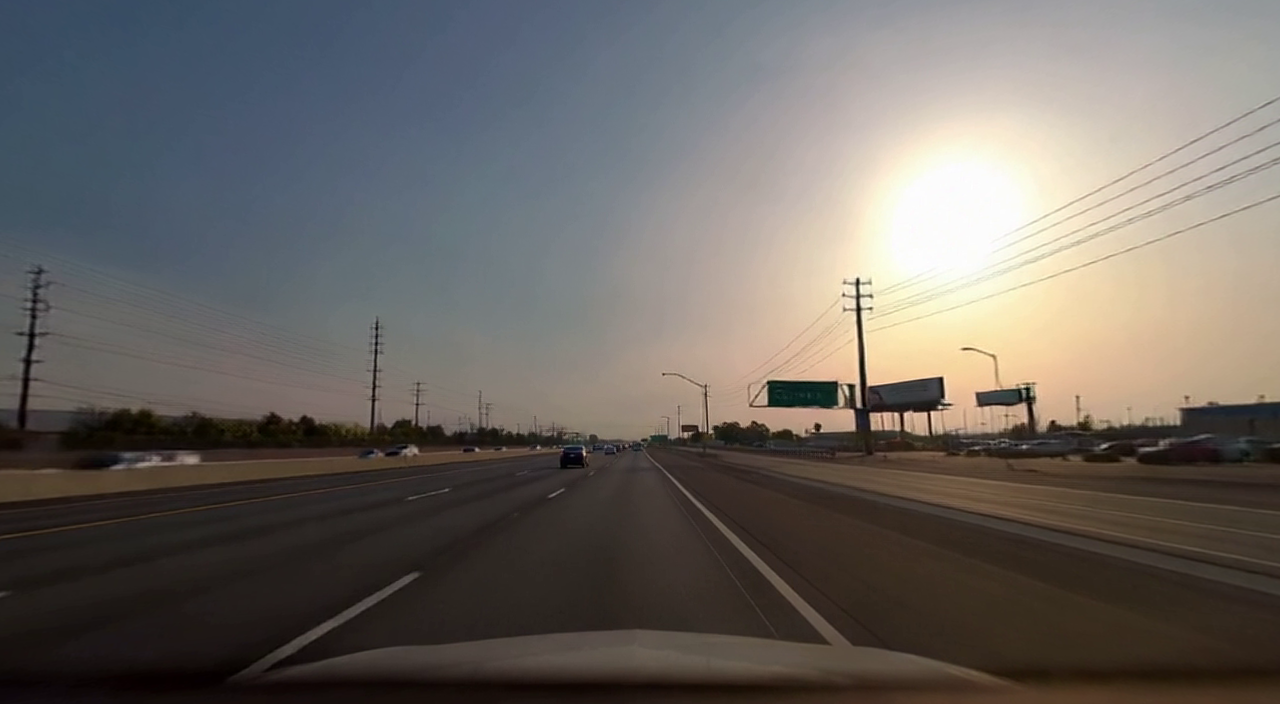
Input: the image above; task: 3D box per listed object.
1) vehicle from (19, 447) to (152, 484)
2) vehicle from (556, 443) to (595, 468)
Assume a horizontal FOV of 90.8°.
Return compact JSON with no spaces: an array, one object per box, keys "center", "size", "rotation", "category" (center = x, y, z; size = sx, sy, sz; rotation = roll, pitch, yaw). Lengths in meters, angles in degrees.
[{"center":[-25.183,5.129,28.967],"size":[1.881,1.525,4.594],"rotation":[0,-8,0],"category":"vehicle"},{"center":[-4.030,6.555,40.120],"size":[1.940,1.479,4.545],"rotation":[0,-8,1],"category":"vehicle"}]
